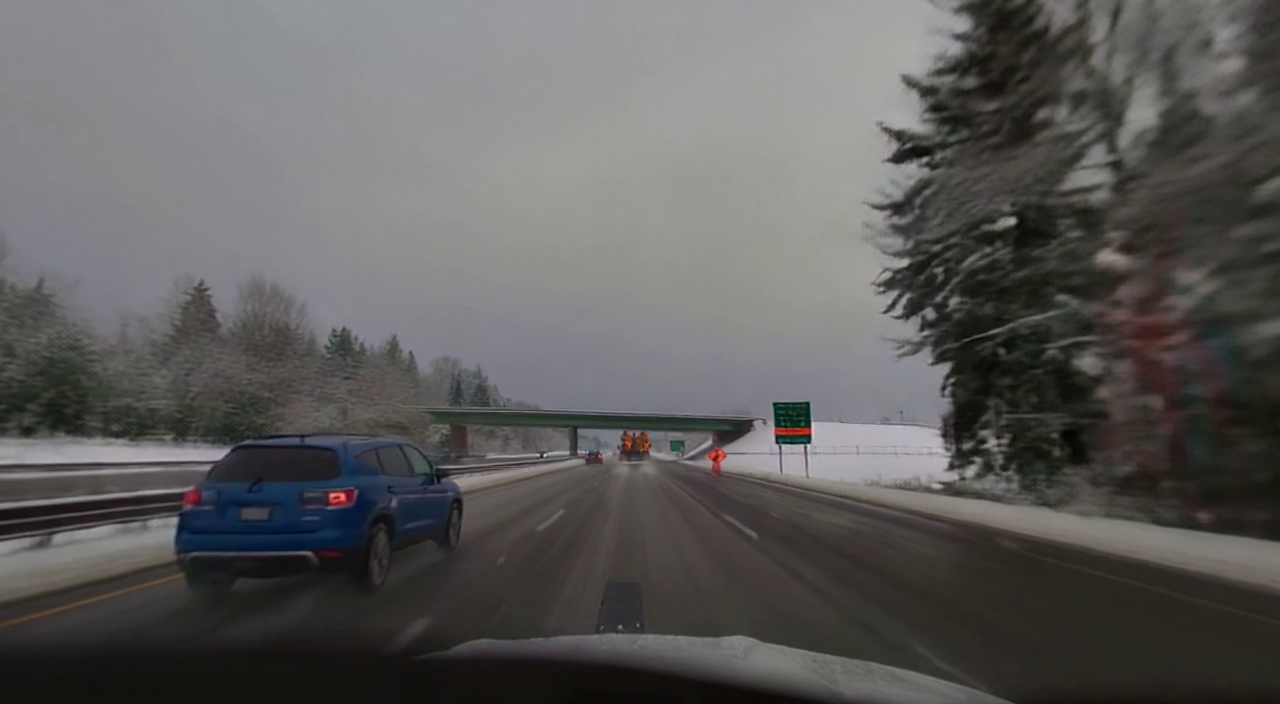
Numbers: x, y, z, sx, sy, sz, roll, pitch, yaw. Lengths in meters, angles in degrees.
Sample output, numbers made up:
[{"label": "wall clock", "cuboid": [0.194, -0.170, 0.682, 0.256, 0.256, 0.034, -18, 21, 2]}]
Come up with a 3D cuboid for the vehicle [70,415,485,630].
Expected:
[{"label": "vehicle", "cuboid": [-3.327, 1.641, 7.048, 2.088, 1.643, 4.215, 0, -9, 0]}]

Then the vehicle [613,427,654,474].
[{"label": "vehicle", "cuboid": [-0.563, 6.966, 44.800, 2.672, 3.056, 6.900, 0, -9, -2]}]
